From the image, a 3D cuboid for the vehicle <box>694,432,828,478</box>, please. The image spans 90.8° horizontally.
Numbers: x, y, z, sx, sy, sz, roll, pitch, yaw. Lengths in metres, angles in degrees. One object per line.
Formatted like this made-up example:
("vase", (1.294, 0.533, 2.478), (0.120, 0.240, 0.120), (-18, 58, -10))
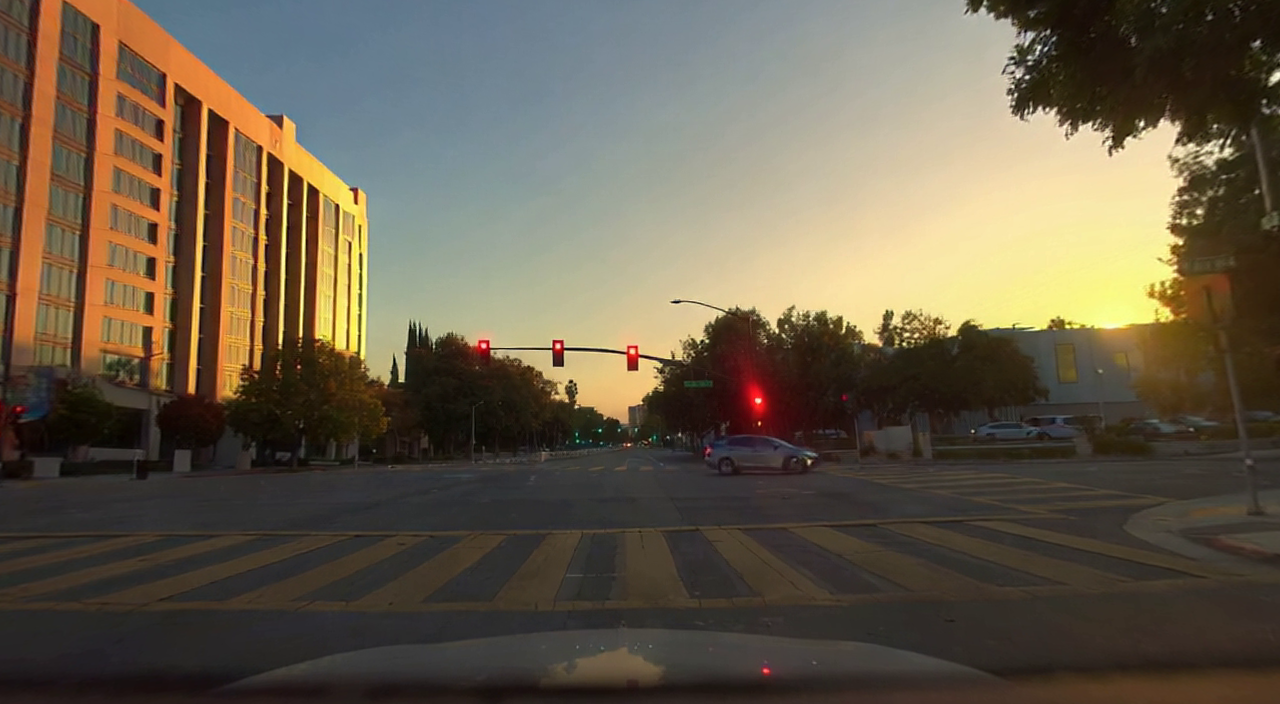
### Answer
("vehicle", (5.156, 4.366, 26.922), (5.357, 1.814, 2.141), (-3, -9, 15))
